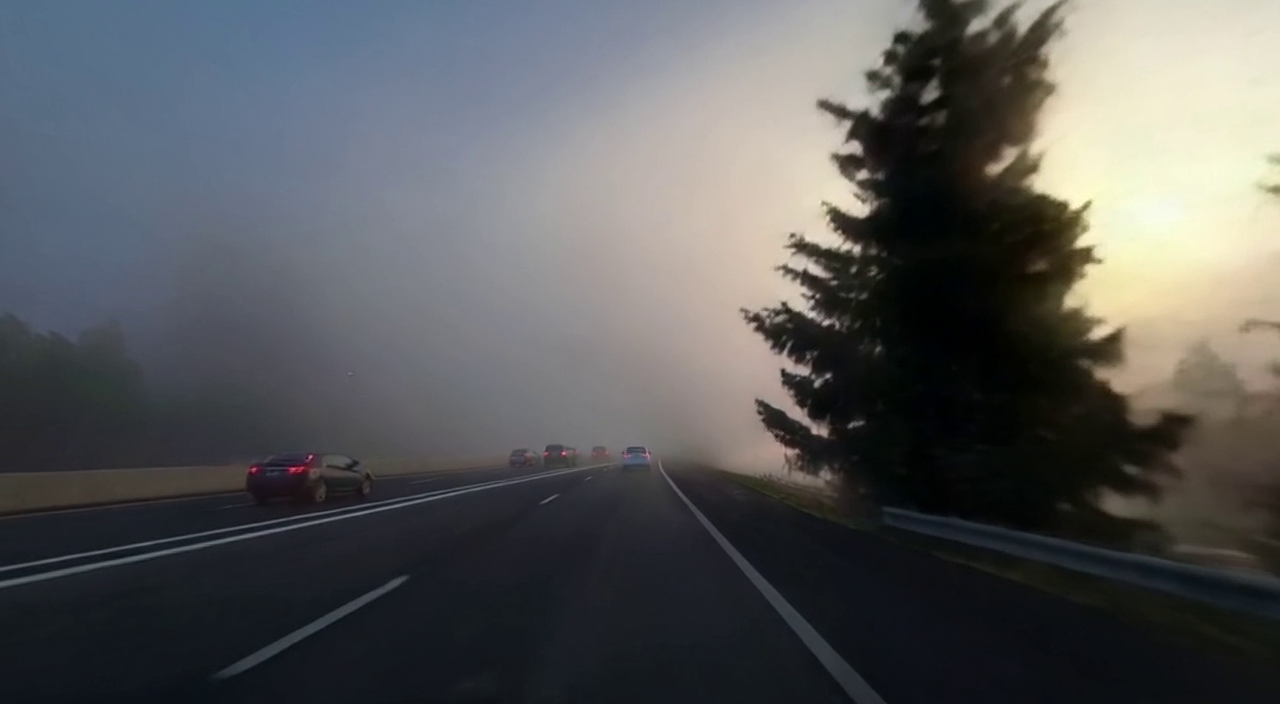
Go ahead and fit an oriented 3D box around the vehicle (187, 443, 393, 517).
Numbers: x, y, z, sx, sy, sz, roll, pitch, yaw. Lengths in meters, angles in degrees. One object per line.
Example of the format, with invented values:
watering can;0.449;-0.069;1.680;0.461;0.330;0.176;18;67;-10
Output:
vehicle;-8.430;3.094;15.926;2.102;1.562;4.884;-1;-8;5

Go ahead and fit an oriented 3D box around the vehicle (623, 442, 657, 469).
vehicle;0.053;7.065;43.376;2.179;1.742;4.396;-1;-8;1
